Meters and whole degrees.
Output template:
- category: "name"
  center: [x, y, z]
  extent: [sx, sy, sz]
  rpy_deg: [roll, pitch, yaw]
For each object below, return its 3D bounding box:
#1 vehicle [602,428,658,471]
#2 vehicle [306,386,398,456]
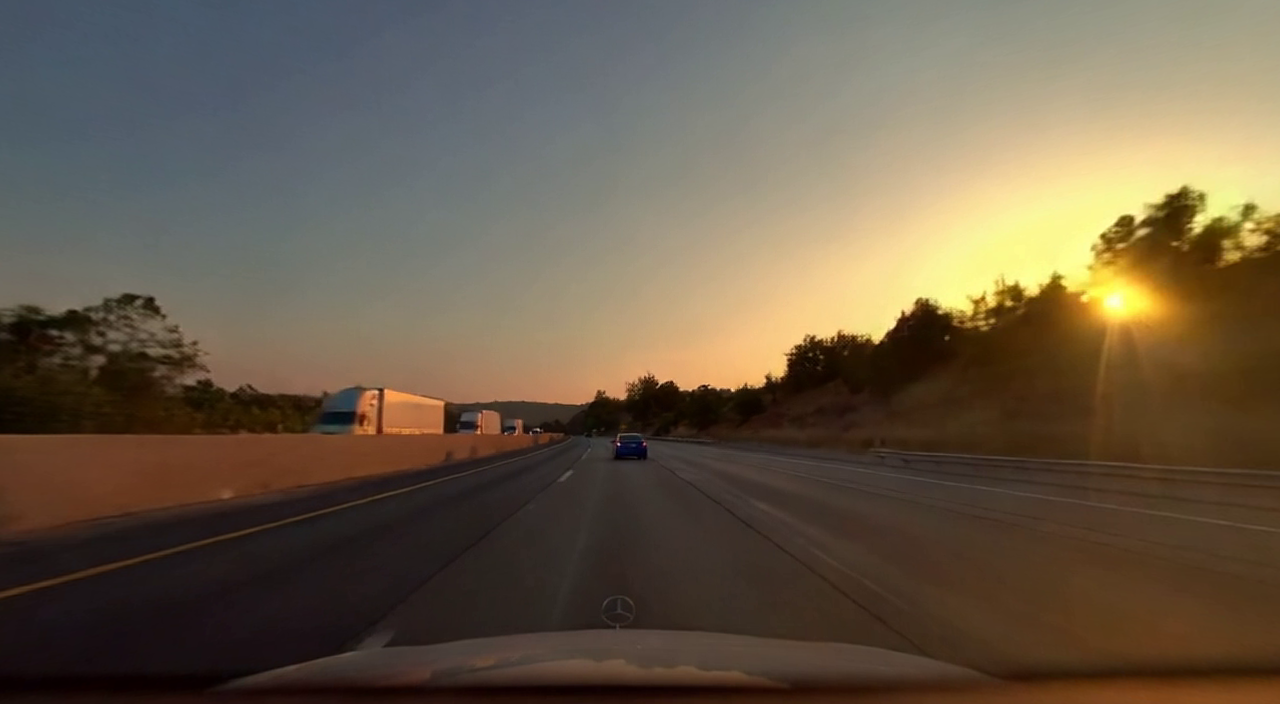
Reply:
- category: "vehicle"
  center: [-0.513, 3.972, 25.852]
  extent: [1.997, 1.589, 4.179]
  rpy_deg: [0, -8, -5]
- category: "vehicle"
  center: [-17.233, 4.232, 38.213]
  extent: [3.037, 3.890, 5.820]
  rpy_deg: [0, -8, -3]
